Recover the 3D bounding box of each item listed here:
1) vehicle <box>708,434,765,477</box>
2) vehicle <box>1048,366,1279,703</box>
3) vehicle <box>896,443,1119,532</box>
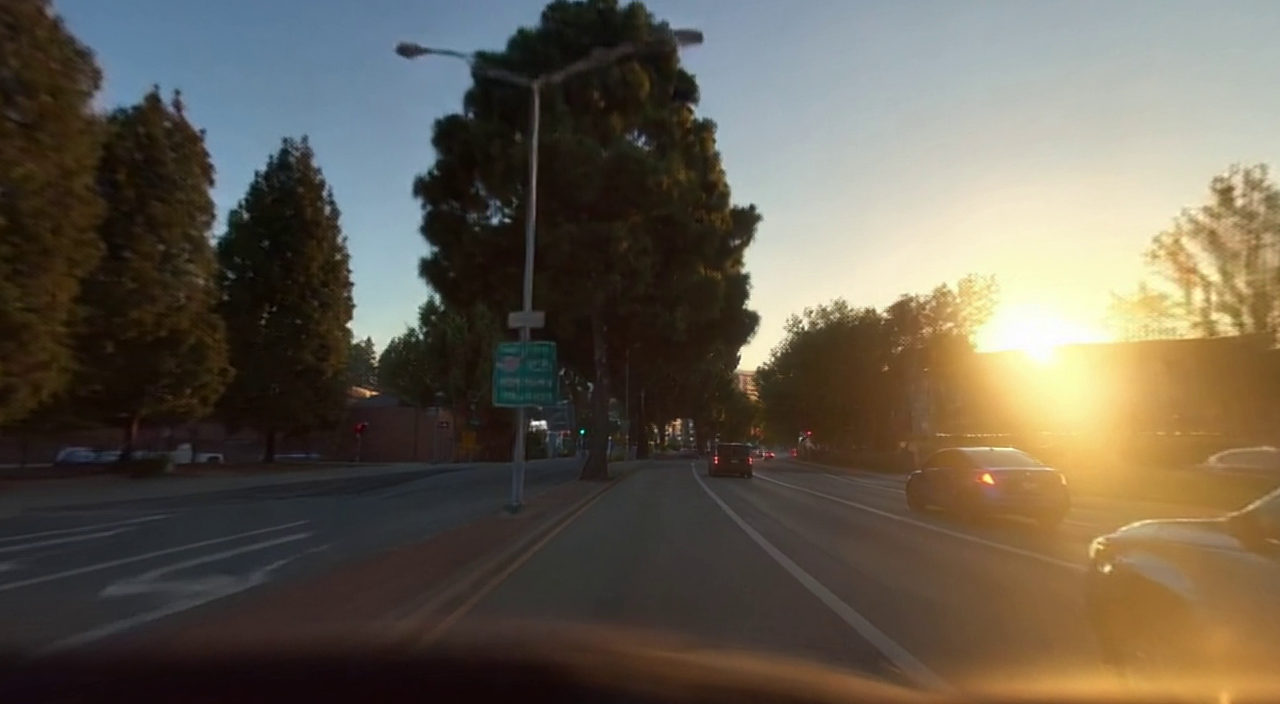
[{"bbox_3d":[4.508,4.939,30.289,2.154,1.844,4.634,-1,-8,2],"label":"vehicle"},{"bbox_3d":[3.306,0.762,1.555,1.901,1.634,3.952,0,-8,0],"label":"vehicle"},{"bbox_3d":[7.252,2.670,13.140,1.899,1.496,4.559,0,-8,0],"label":"vehicle"}]
